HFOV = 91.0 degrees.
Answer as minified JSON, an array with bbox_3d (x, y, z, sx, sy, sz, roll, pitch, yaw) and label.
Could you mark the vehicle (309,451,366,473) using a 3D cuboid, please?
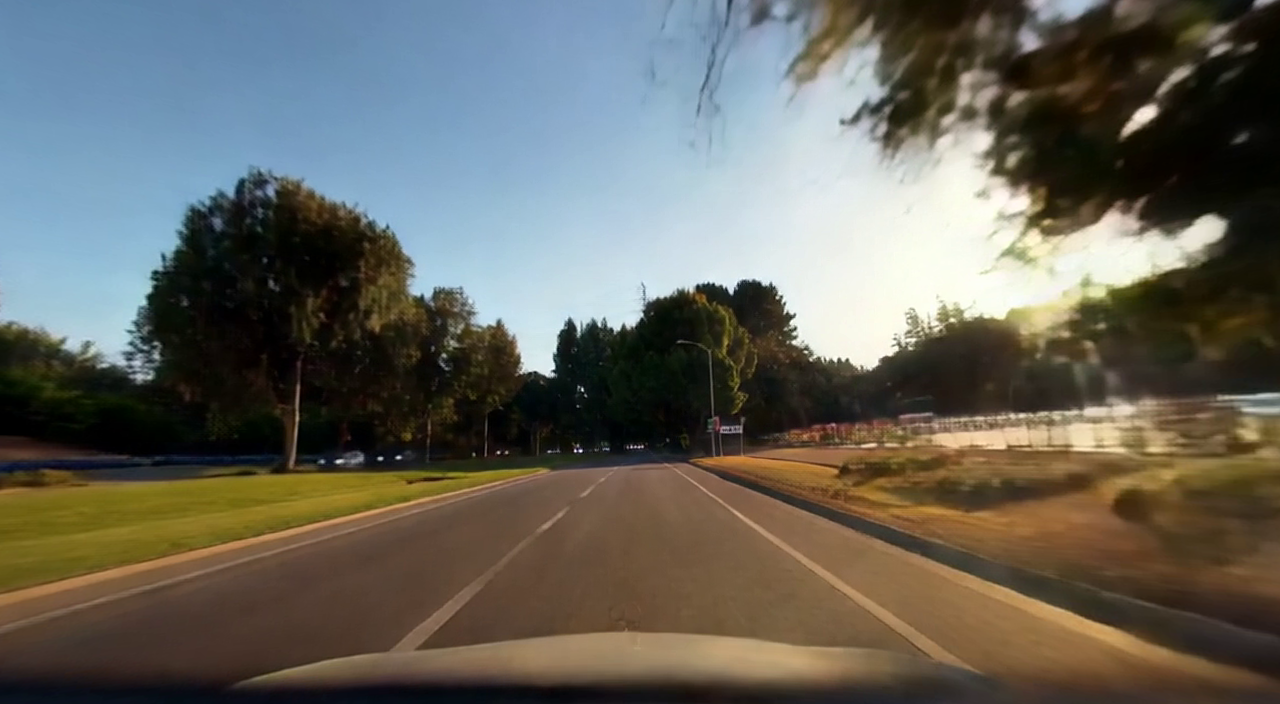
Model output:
[{"bbox_3d":[-20.573,7.476,43.014,1.871,1.460,4.134,0,-9,0],"label":"vehicle"}]
